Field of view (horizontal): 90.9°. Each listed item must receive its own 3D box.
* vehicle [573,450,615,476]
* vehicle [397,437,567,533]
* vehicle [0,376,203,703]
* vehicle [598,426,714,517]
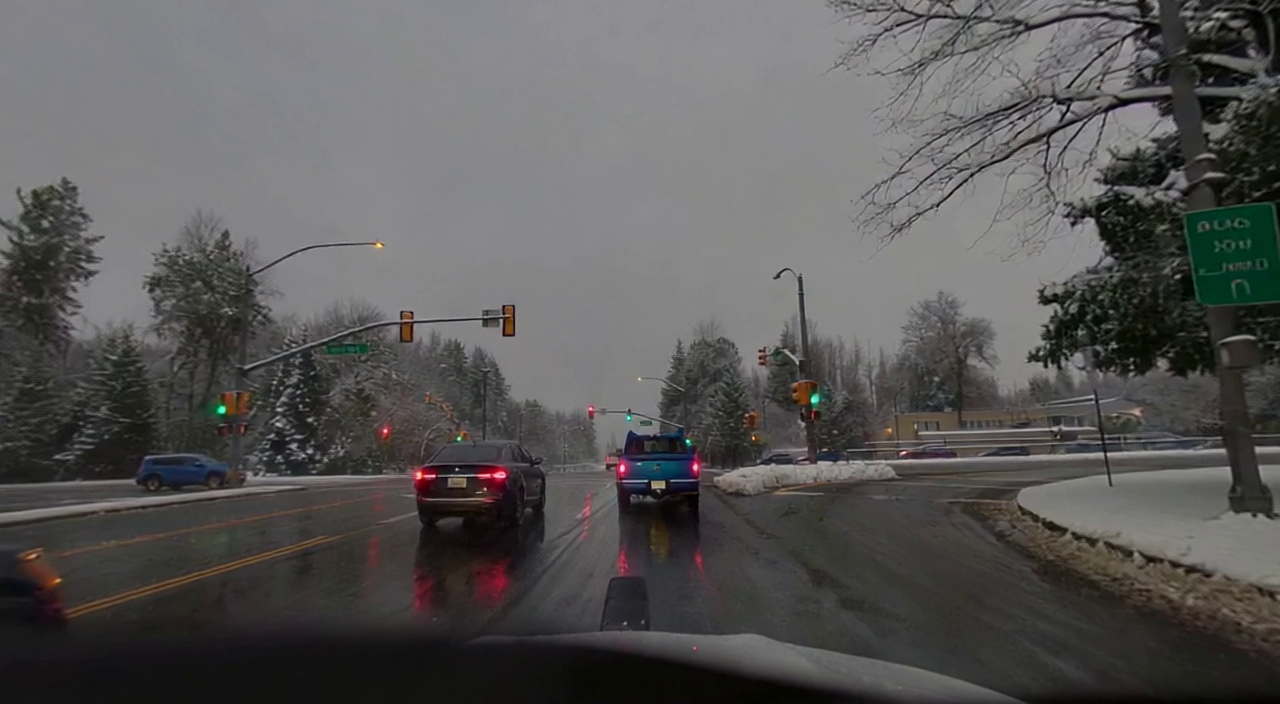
[{"bbox_3d":[-2.702,6.649,37.982,2.101,1.443,4.367,0,-8,1],"label":"vehicle"},{"bbox_3d":[-2.718,2.401,12.071,2.013,1.474,4.393,0,-8,1],"label":"vehicle"},{"bbox_3d":[-3.102,0.723,1.197,1.960,1.528,3.490,0,-8,1],"label":"vehicle"},{"bbox_3d":[0.326,2.542,13.842,2.163,1.678,3.846,0,-8,1],"label":"vehicle"}]
